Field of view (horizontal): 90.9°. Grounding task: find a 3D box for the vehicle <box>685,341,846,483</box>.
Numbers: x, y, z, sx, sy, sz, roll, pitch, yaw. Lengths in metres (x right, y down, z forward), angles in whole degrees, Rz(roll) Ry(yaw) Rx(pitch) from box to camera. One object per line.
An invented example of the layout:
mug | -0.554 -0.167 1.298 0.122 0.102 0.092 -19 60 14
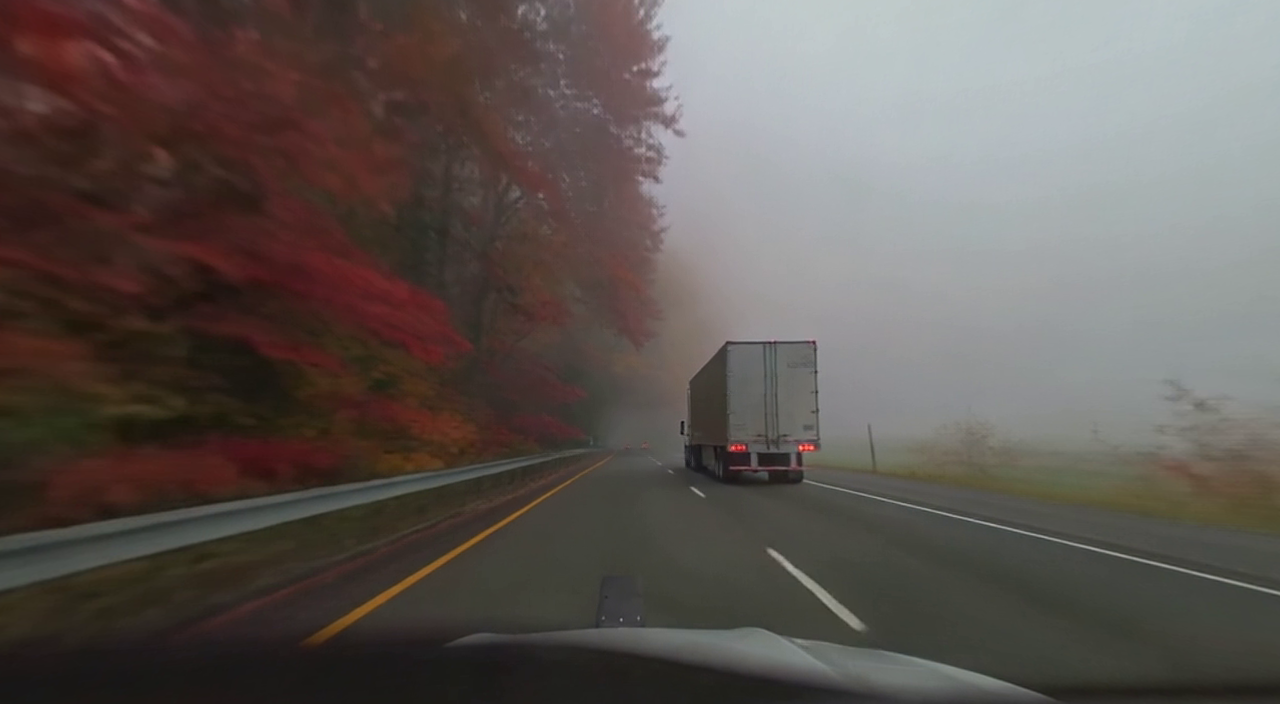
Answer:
vehicle | 4.136 2.763 25.638 3.357 4.101 14.659 0 -8 -1
